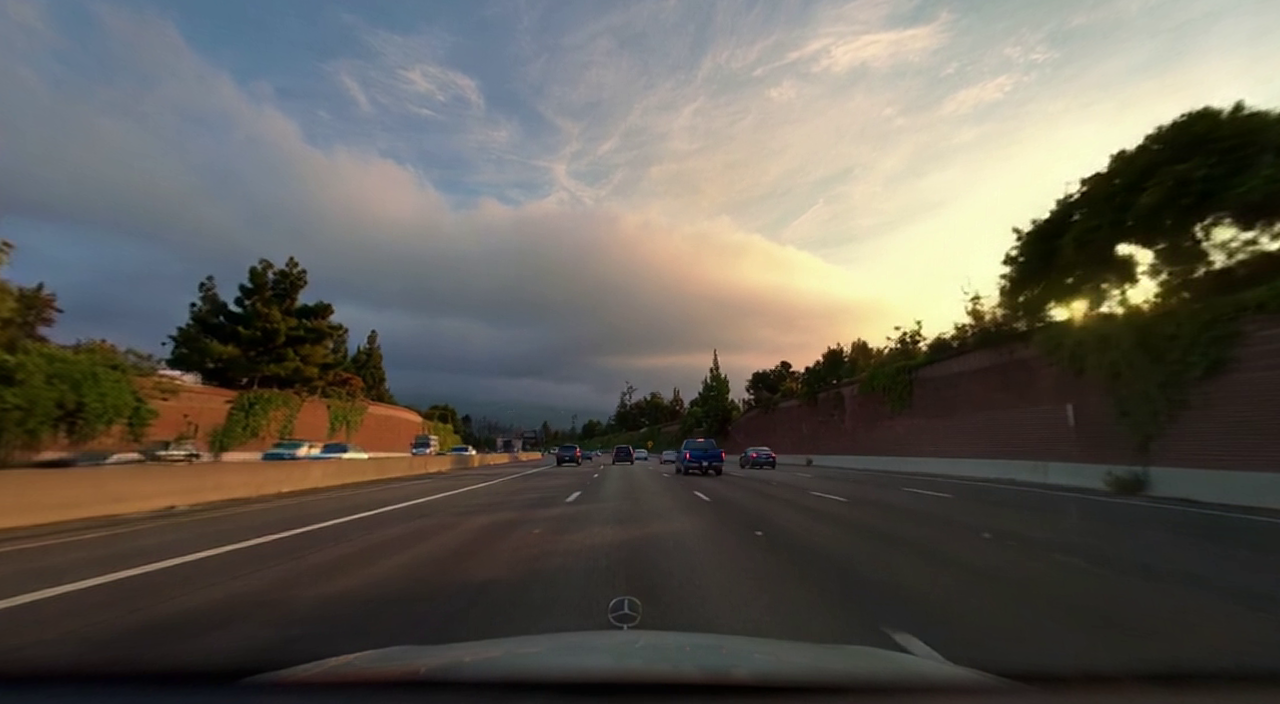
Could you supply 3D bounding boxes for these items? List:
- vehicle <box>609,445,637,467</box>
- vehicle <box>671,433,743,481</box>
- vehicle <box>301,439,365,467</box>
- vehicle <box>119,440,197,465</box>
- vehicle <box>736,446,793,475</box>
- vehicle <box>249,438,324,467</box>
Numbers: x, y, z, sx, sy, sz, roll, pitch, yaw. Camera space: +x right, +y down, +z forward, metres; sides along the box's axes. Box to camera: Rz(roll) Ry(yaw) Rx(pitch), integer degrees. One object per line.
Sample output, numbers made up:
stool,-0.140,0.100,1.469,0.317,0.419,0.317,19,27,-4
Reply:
vehicle,-1.338,7.907,48.071,2.050,1.607,3.821,0,-8,-3
vehicle,2.913,4.758,28.881,2.374,1.952,5.431,0,-8,-3
vehicle,-19.187,6.336,39.664,2.022,1.644,4.297,0,-8,-3
vehicle,-36.893,7.682,48.449,2.274,1.742,4.621,0,-8,0
vehicle,6.873,6.035,35.407,1.976,1.485,4.925,0,-8,-3
vehicle,-22.309,6.339,40.050,1.998,1.723,5.157,0,-8,-3
